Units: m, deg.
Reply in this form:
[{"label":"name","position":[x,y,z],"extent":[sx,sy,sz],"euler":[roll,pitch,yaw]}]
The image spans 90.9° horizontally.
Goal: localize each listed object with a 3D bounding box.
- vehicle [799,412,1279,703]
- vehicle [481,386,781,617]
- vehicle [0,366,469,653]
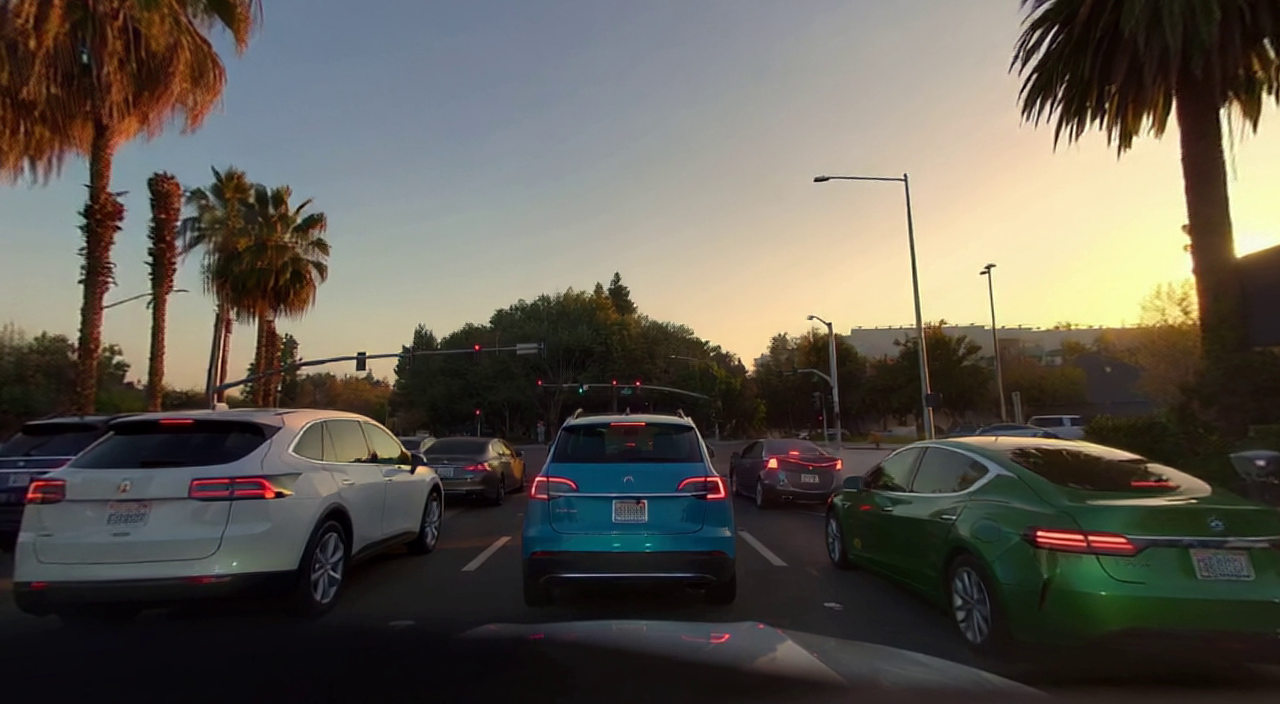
[{"label":"vehicle","position":[2.970,1.372,5.260],"extent":[2.017,1.491,4.611],"euler":[0,-8,-1]},{"label":"vehicle","position":[-0.127,1.462,7.069],"extent":[2.280,1.747,4.361],"euler":[0,-8,-2]},{"label":"vehicle","position":[-3.339,1.282,6.133],"extent":[2.014,1.755,4.360],"euler":[0,-8,1]}]
